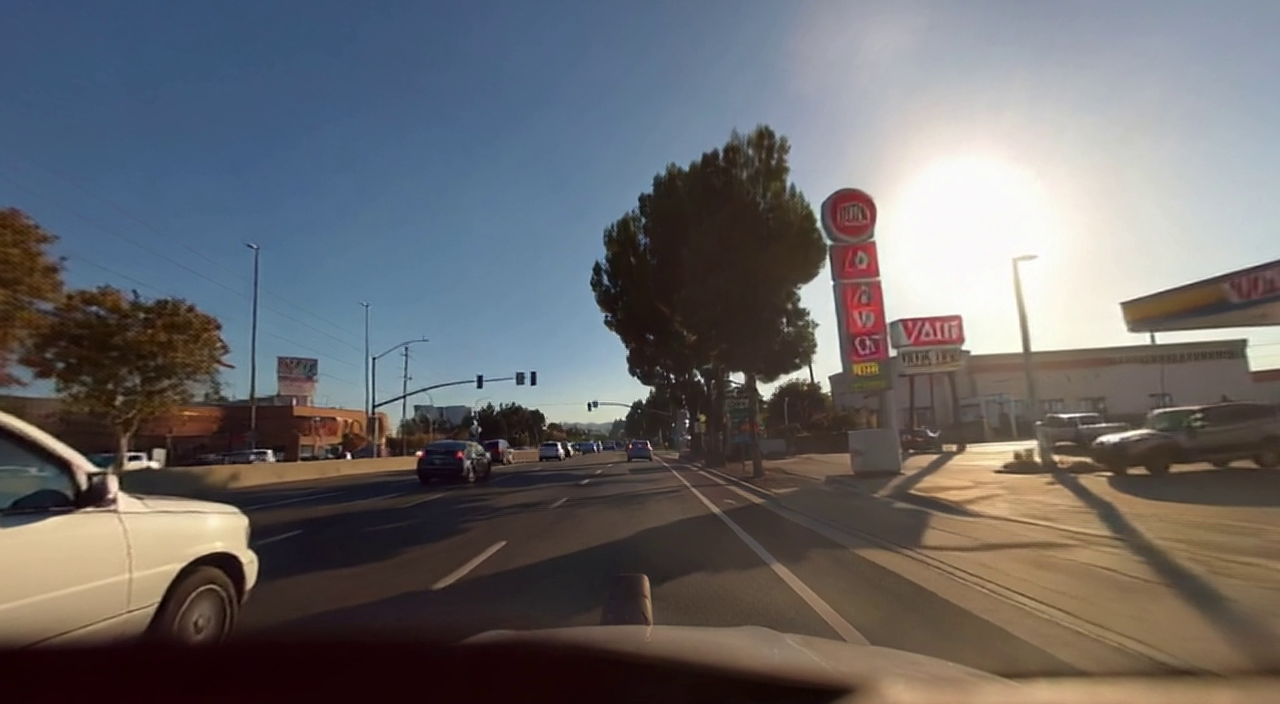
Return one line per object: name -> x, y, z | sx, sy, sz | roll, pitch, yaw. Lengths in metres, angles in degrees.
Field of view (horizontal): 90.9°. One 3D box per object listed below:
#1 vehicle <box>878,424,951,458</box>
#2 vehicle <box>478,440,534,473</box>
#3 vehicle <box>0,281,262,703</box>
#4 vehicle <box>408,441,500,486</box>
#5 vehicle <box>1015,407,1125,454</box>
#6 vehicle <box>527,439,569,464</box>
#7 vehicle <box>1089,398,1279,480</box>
vehicle -> 16.024, 5.249, 37.127 | 2.116, 1.849, 4.806 | 0, -9, 0
vehicle -> -6.659, 5.224, 31.771 | 1.804, 1.513, 4.191 | 0, -8, 2
vehicle -> -3.254, 0.543, 1.127 | 2.190, 1.844, 4.751 | 0, -8, 0
vehicle -> -6.657, 4.004, 23.088 | 1.960, 1.468, 4.345 | 0, -8, 1
vehicle -> 23.739, 4.426, 35.171 | 2.314, 2.302, 5.730 | -4, -8, 5
vehicle -> -6.286, 6.848, 43.443 | 2.130, 1.636, 4.427 | 0, -8, 2
vehicle -> 15.981, 2.440, 17.749 | 2.178, 1.911, 5.852 | -1, -8, -2
